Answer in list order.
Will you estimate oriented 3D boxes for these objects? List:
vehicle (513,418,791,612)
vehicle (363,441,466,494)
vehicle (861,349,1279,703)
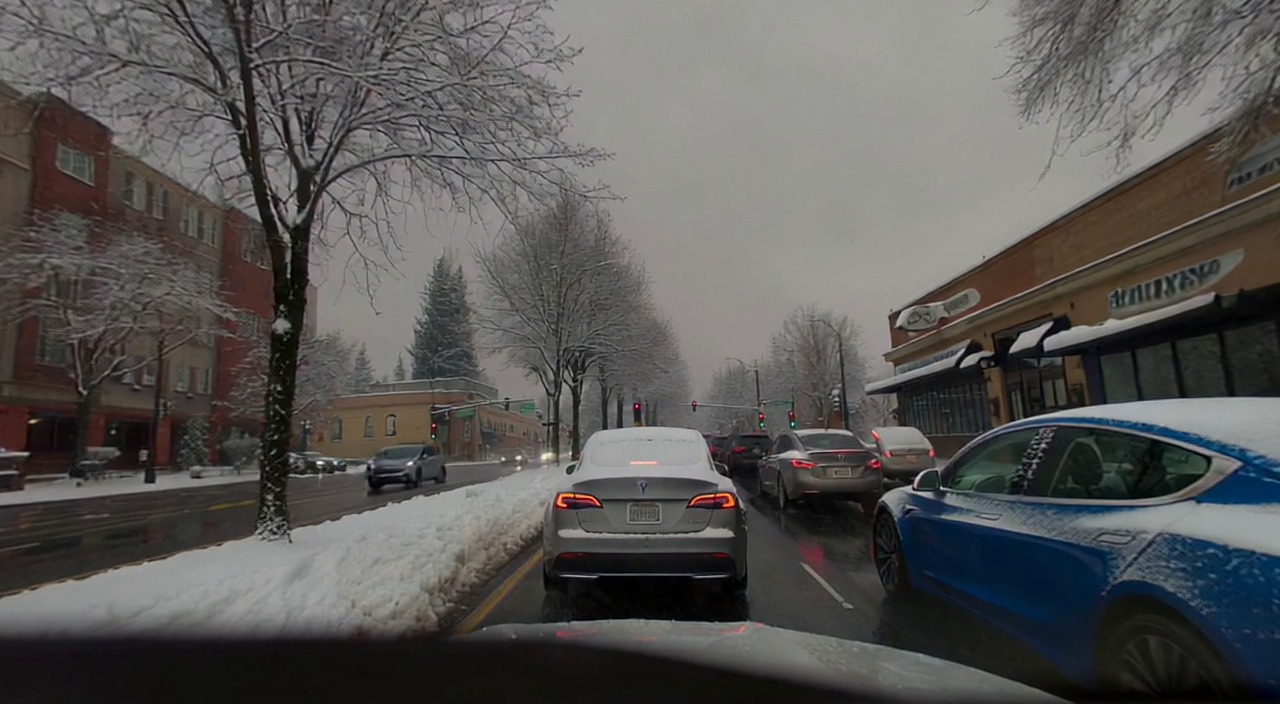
[{"bbox_3d":[0.105,1.555,6.915,2.137,1.488,3.938,0,-8,0],"label":"vehicle"},{"bbox_3d":[-7.793,4.018,22.320,1.999,1.662,4.291,0,-8,1],"label":"vehicle"},{"bbox_3d":[3.193,1.078,3.889,2.038,1.651,4.455,0,-8,0],"label":"vehicle"}]
